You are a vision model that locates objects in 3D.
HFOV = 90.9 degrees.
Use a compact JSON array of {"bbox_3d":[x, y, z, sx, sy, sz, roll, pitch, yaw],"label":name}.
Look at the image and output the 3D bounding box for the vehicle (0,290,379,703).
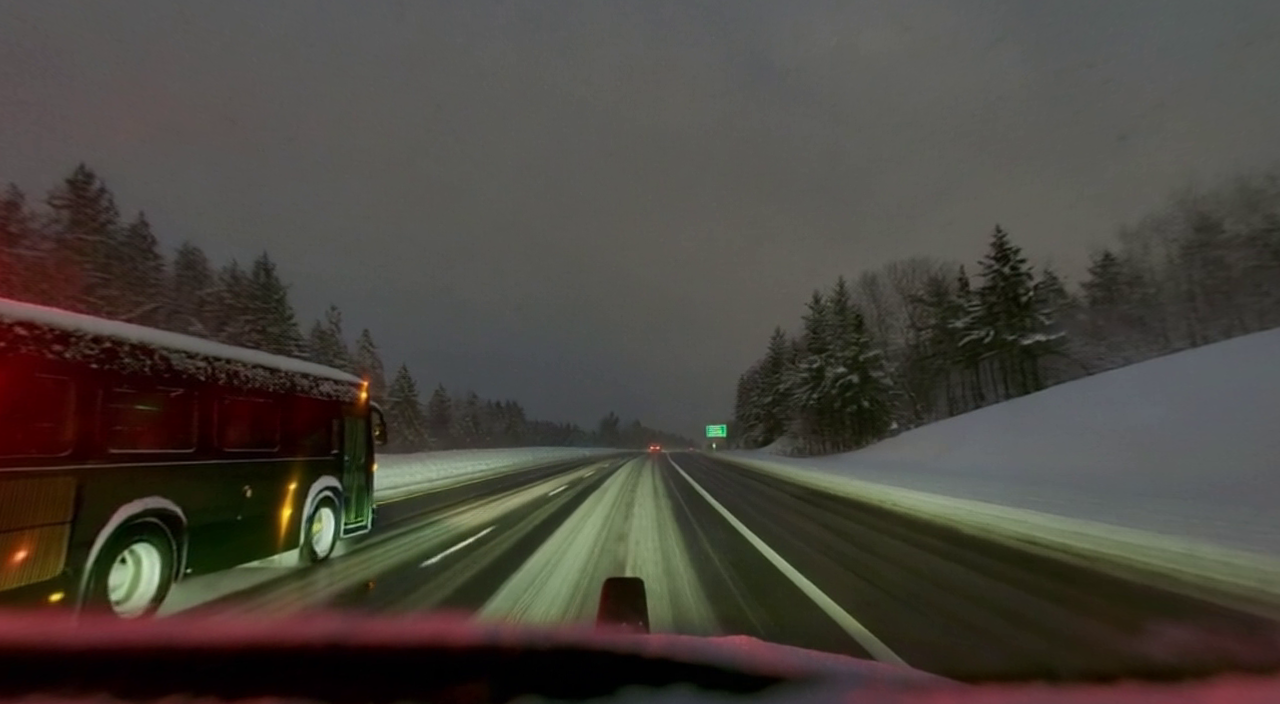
[{"bbox_3d":[-4.047,0.929,4.422,2.127,1.985,5.205,-1,-8,1],"label":"vehicle"}]
